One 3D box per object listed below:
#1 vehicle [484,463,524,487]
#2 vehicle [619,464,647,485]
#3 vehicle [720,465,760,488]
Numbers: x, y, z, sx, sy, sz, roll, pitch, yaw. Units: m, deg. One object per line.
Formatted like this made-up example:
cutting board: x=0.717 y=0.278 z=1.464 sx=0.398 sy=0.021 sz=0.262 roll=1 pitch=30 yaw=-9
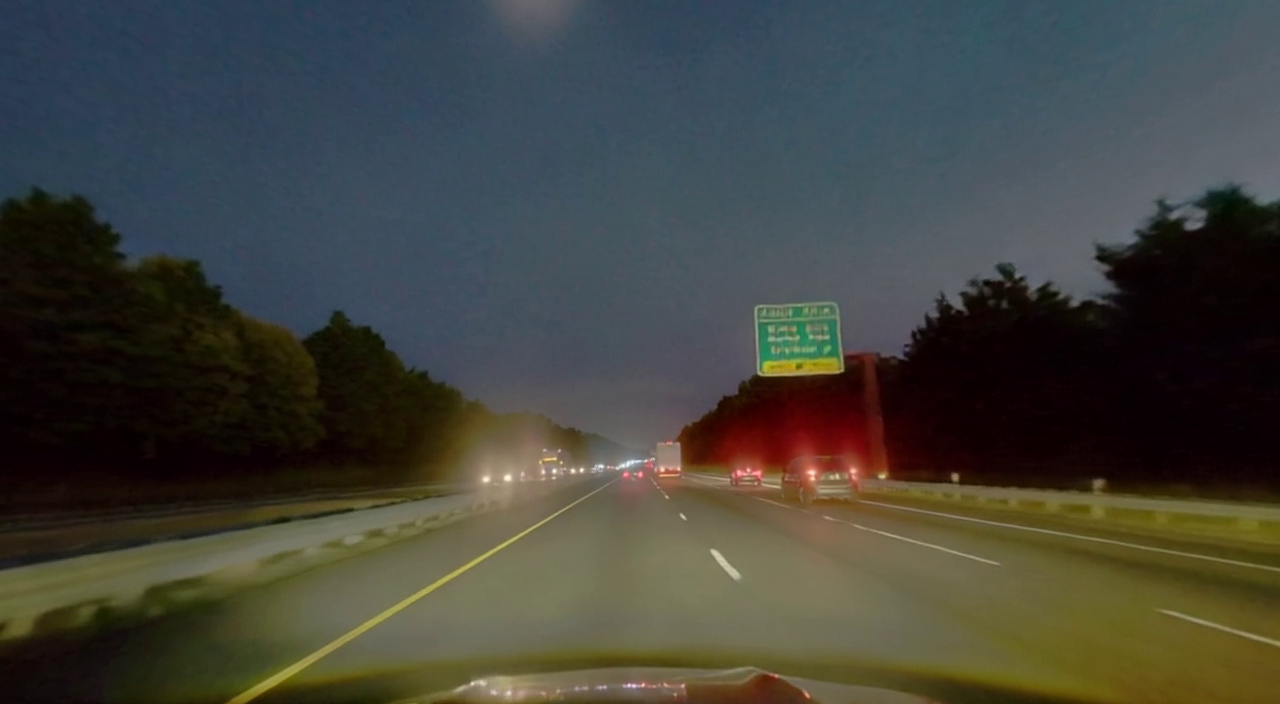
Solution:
vehicle: x=-9.529 y=8.659 z=44.432 sx=1.910 sy=1.532 sz=4.251 roll=1 pitch=-10 yaw=0
vehicle: x=-0.546 y=9.172 z=47.134 sx=2.025 sy=1.452 sz=3.927 roll=1 pitch=-10 yaw=-1
vehicle: x=7.046 y=8.800 z=44.710 sx=1.977 sy=1.494 sz=4.311 roll=1 pitch=-10 yaw=-2
